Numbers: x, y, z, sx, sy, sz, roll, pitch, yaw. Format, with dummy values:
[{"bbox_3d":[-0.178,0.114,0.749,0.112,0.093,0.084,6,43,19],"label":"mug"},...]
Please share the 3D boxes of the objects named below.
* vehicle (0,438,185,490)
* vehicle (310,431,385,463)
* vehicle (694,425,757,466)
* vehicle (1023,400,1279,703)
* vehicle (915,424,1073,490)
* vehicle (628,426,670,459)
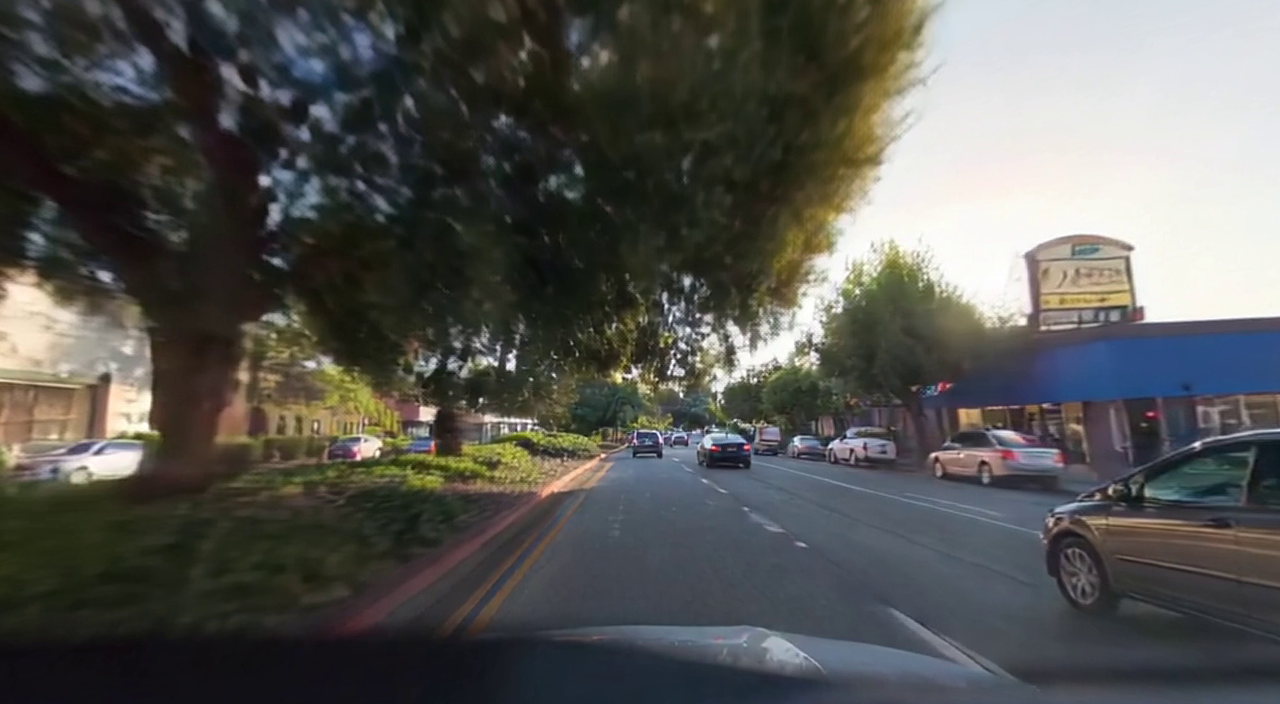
[{"bbox_3d":[-18.821,3.759,21.660,2.034,1.532,5.548,0,-8,1],"label":"vehicle"},{"bbox_3d":[-18.994,6.166,41.066,2.488,1.752,4.991,-2,-6,1],"label":"vehicle"},{"bbox_3d":[3.708,4.137,27.897,2.115,1.692,4.189,0,-8,-1],"label":"vehicle"},{"bbox_3d":[3.914,0.904,2.490,1.908,1.463,4.506,0,-8,-1],"label":"vehicle"},{"bbox_3d":[10.387,3.121,18.924,2.123,1.726,4.520,0,-8,0],"label":"vehicle"},{"bbox_3d":[0.424,4.850,33.607,2.098,1.682,3.778,0,-8,-1],"label":"vehicle"}]
